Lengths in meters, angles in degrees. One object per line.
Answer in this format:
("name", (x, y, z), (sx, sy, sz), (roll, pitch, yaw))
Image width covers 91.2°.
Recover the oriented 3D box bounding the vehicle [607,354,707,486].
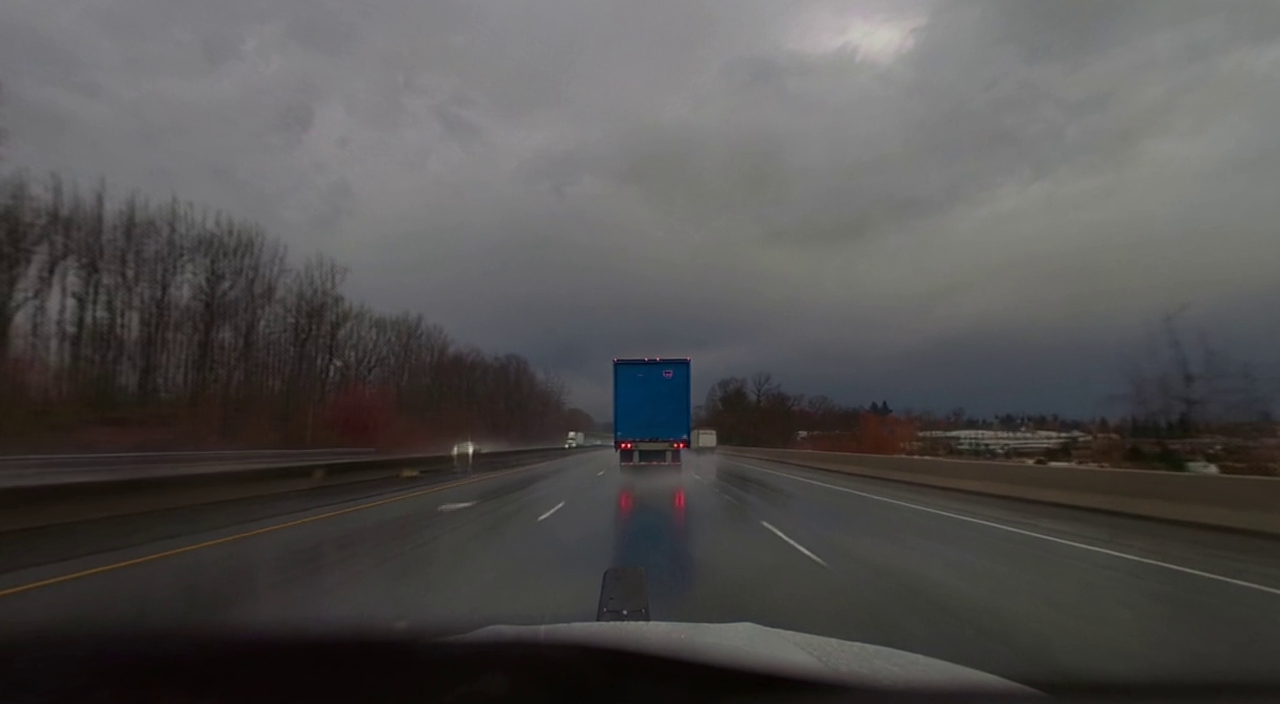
("vehicle", (0.514, 2.831, 24.461), (3.010, 4.039, 10.481), (0, -8, 0))
